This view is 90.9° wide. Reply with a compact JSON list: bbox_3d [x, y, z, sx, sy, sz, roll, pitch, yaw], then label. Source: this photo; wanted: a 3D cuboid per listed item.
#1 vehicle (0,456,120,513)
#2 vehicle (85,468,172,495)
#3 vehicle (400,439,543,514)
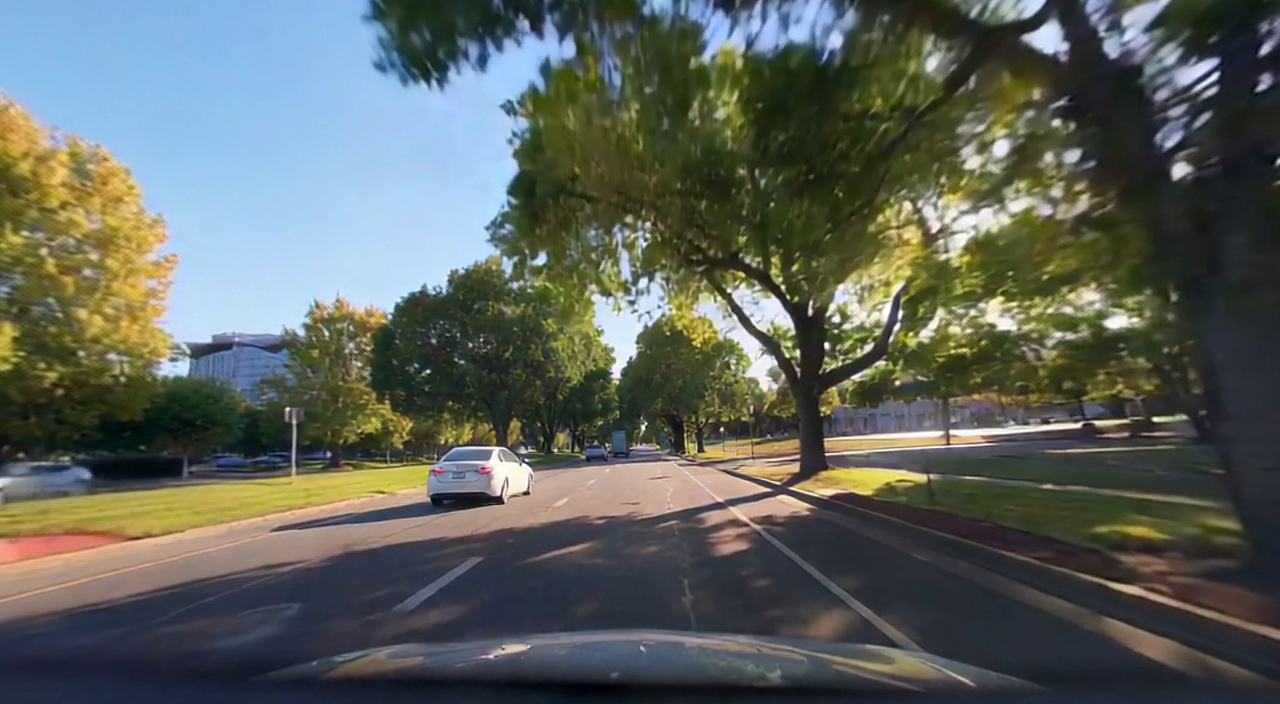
[{"bbox_3d":[-18.188,3.870,18.650,1.839,1.458,4.402,-1,-9,0],"label":"vehicle"},{"bbox_3d":[-31.739,8.002,39.279,1.692,1.390,4.342,-1,-8,3],"label":"vehicle"},{"bbox_3d":[-3.728,2.842,14.899,2.033,1.454,4.512,-1,-9,2],"label":"vehicle"}]
